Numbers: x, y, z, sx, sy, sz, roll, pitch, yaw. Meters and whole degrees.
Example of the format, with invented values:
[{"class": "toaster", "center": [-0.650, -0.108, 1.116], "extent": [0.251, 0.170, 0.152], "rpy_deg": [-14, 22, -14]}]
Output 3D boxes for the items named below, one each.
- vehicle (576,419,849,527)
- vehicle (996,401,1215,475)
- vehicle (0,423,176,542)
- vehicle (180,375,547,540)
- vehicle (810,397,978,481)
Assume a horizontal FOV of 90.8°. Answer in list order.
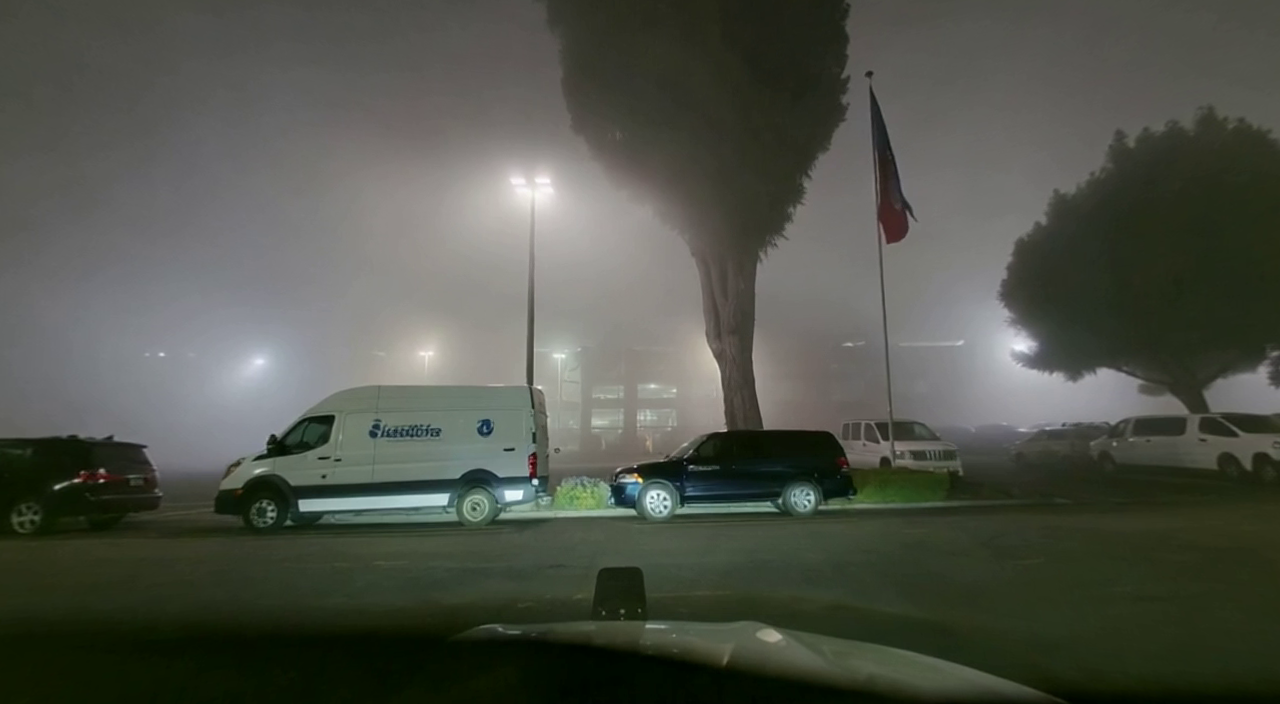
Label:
[{"class": "vehicle", "center": [1.278, 2.331, 12.563], "extent": [4.992, 1.894, 2.043], "rpy_deg": [1, -8, -7]}, {"class": "vehicle", "center": [15.823, 3.033, 22.262], "extent": [2.228, 2.126, 6.632], "rpy_deg": [-1, -8, -5]}, {"class": "vehicle", "center": [-12.561, 2.313, 11.450], "extent": [6.311, 1.951, 2.161], "rpy_deg": [1, -8, -6]}, {"class": "vehicle", "center": [-4.825, 1.950, 12.090], "extent": [5.899, 2.757, 2.257], "rpy_deg": [1, -8, -6]}, {"class": "vehicle", "center": [7.986, 2.887, 20.814], "extent": [2.491, 2.324, 5.986], "rpy_deg": [1, -8, -6]}]
